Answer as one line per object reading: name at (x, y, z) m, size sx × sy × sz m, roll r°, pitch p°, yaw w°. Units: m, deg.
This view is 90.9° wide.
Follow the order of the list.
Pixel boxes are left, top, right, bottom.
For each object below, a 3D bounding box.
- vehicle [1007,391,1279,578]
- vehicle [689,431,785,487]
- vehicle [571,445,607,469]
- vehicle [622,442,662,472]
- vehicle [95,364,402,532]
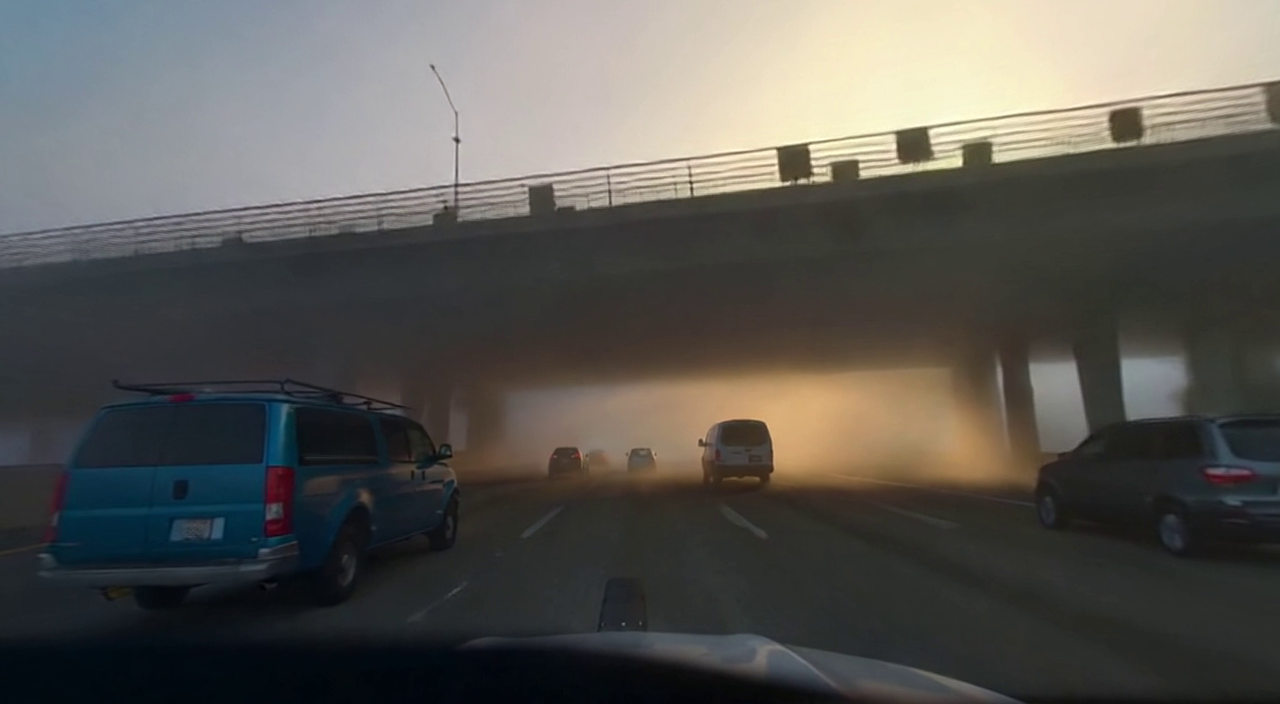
vehicle at (7.509, 1.571, 7.958) m, size 2.304 × 1.840 × 5.706 m, roll 0°, pitch -9°, yaw 0°
vehicle at (3.571, 4.127, 24.643) m, size 2.777 × 1.895 × 5.710 m, roll 0°, pitch -9°, yaw -1°
vehicle at (-3.352, 6.989, 42.203) m, size 1.970 × 1.483 × 4.071 m, roll 0°, pitch -9°, yaw 1°
vehicle at (0.107, 5.965, 36.072) m, size 2.115 × 1.617 × 4.102 m, roll 0°, pitch -9°, yaw 0°
vehicle at (-7.589, 2.029, 13.534) m, size 2.336 × 2.708 × 6.421 m, roll 0°, pitch -9°, yaw 1°
